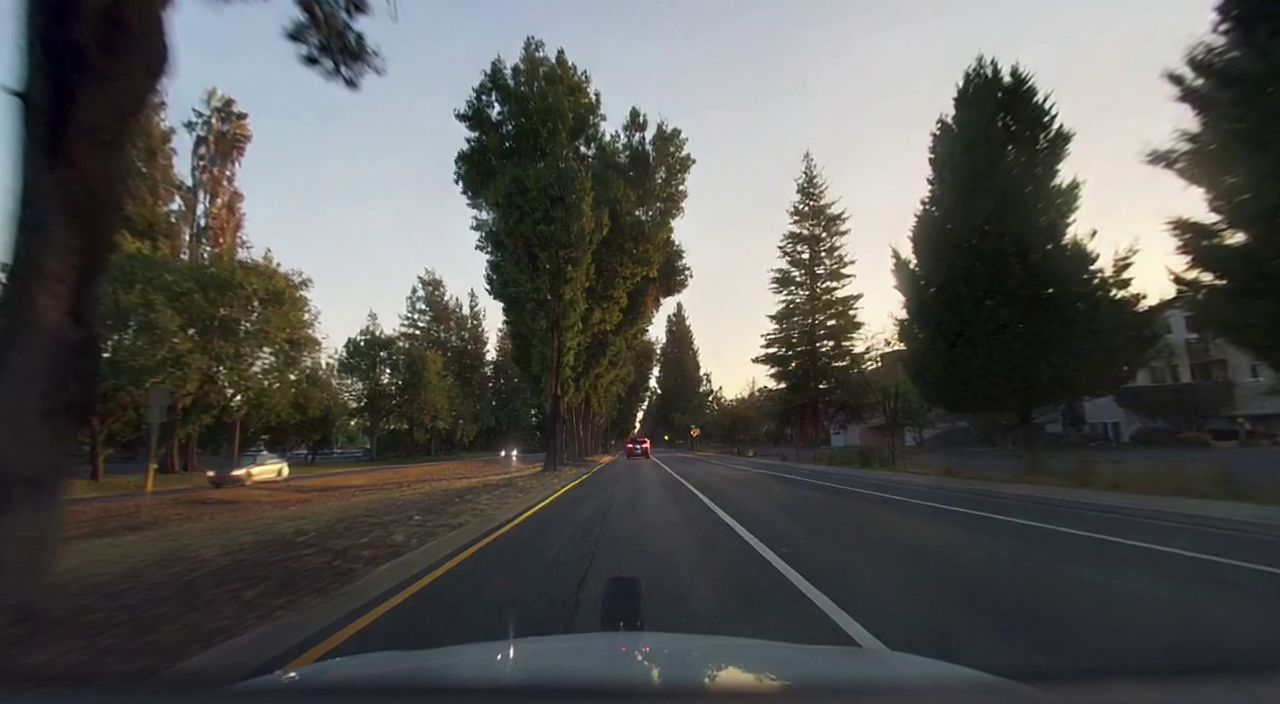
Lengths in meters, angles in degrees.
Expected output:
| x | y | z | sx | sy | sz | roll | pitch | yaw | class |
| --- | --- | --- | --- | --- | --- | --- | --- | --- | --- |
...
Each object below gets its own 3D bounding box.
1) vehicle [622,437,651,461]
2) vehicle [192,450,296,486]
| x | y | z | sx | sy | sz | roll | pitch | yaw | class |
| --- | --- | --- | --- | --- | --- | --- | --- | --- | --- |
| -0.288 | 6.967 | 45.499 | 2.016 | 1.665 | 3.932 | 0 | -8 | -1 | vehicle |
| -18.501 | 5.420 | 29.789 | 1.835 | 1.496 | 4.713 | 0 | -8 | 0 | vehicle |
